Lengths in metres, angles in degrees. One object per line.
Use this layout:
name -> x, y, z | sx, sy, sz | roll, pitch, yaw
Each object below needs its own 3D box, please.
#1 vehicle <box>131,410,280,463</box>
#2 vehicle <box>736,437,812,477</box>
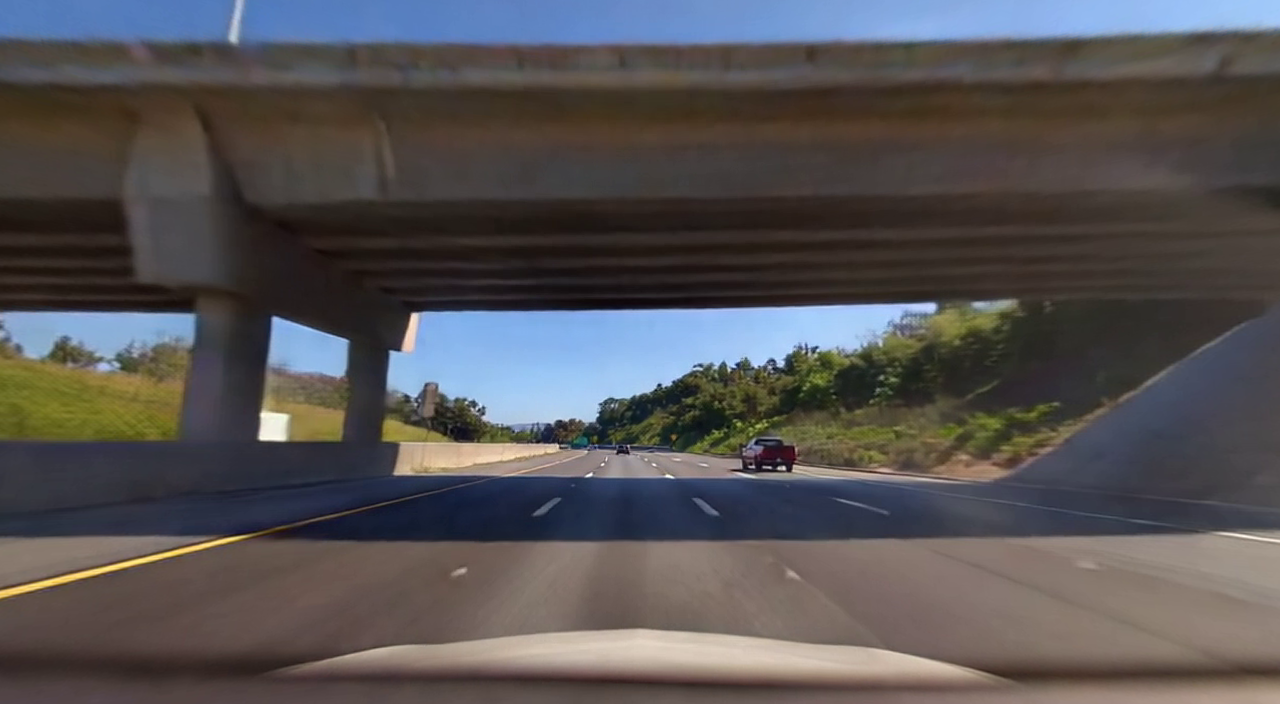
vehicle -> -15.871, 3.189, 23.507 | 1.995, 1.738, 4.993 | 0, -9, -1
vehicle -> 6.578, 5.243, 31.851 | 2.395, 1.819, 6.086 | 0, -9, -1
